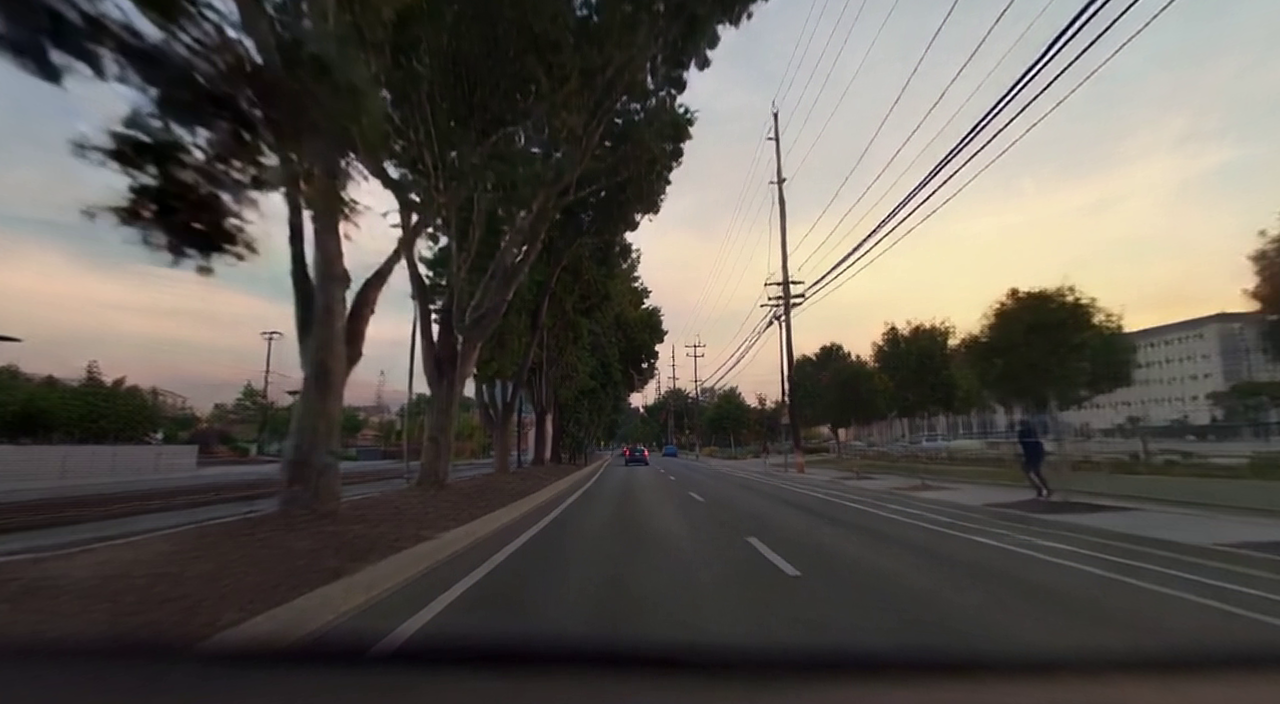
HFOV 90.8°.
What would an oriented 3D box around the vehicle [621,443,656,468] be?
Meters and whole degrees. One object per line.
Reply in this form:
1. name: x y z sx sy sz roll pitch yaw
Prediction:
1. vehicle: -0.166 6.590 40.571 2.109 1.501 4.042 0 -8 -2
